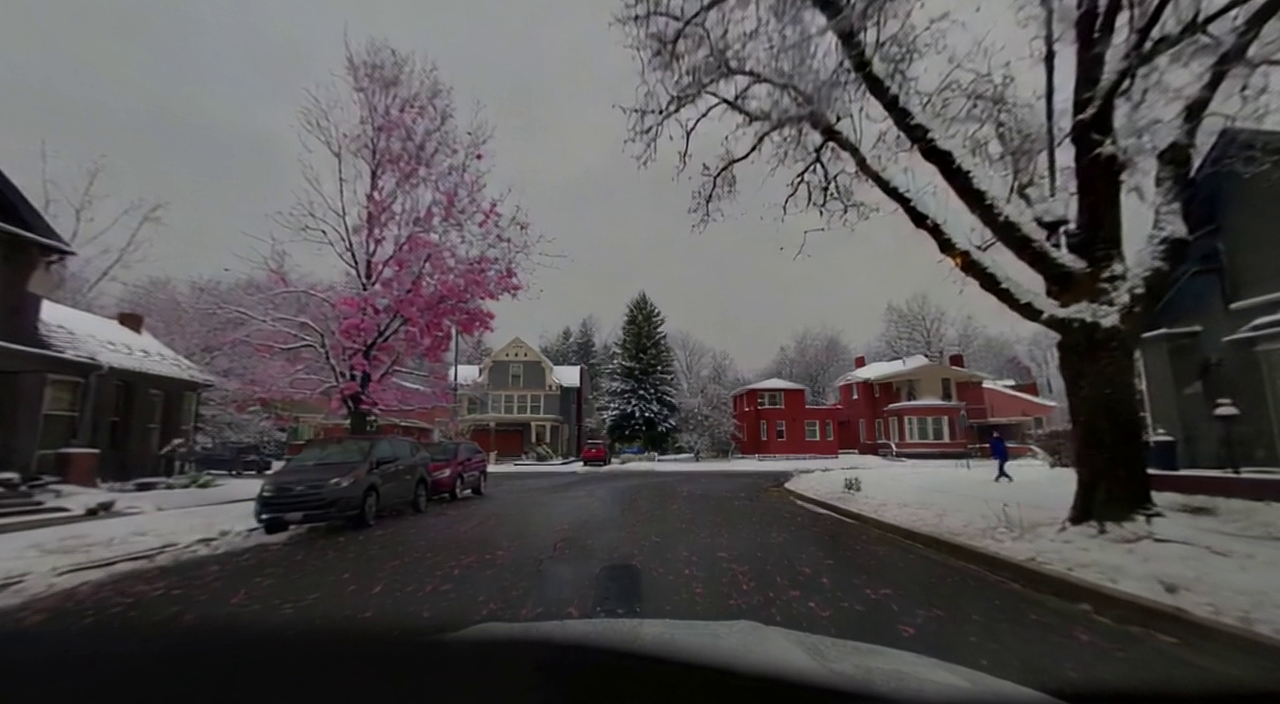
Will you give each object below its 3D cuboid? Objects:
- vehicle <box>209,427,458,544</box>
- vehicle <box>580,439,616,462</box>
[{"bbox_3d":[-5.467,2.427,12.183,2.139,1.783,4.717,-1,-9,5],"label":"vehicle"},{"bbox_3d":[-2.892,6.975,44.629,1.968,1.491,4.486,-1,-9,4],"label":"vehicle"}]
